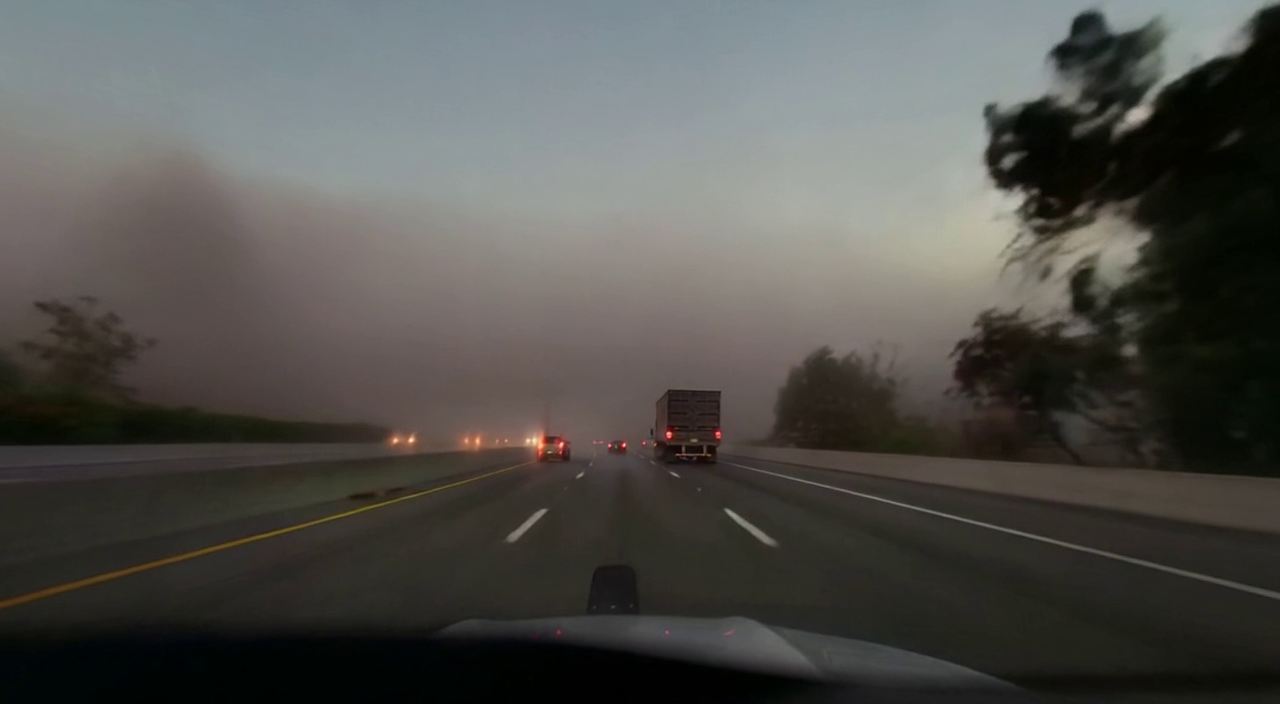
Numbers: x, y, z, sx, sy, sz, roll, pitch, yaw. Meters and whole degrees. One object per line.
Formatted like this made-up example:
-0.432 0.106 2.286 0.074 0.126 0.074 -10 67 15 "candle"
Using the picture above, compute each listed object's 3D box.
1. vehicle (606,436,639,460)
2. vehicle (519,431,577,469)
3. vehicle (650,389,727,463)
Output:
-1.232 6.598 43.360 2.125 1.542 3.816 0 -8 -2 "vehicle"
-4.502 4.907 31.625 2.377 1.747 4.703 0 -8 -2 "vehicle"
2.797 5.060 41.466 3.301 4.034 13.722 0 -8 -3 "vehicle"
